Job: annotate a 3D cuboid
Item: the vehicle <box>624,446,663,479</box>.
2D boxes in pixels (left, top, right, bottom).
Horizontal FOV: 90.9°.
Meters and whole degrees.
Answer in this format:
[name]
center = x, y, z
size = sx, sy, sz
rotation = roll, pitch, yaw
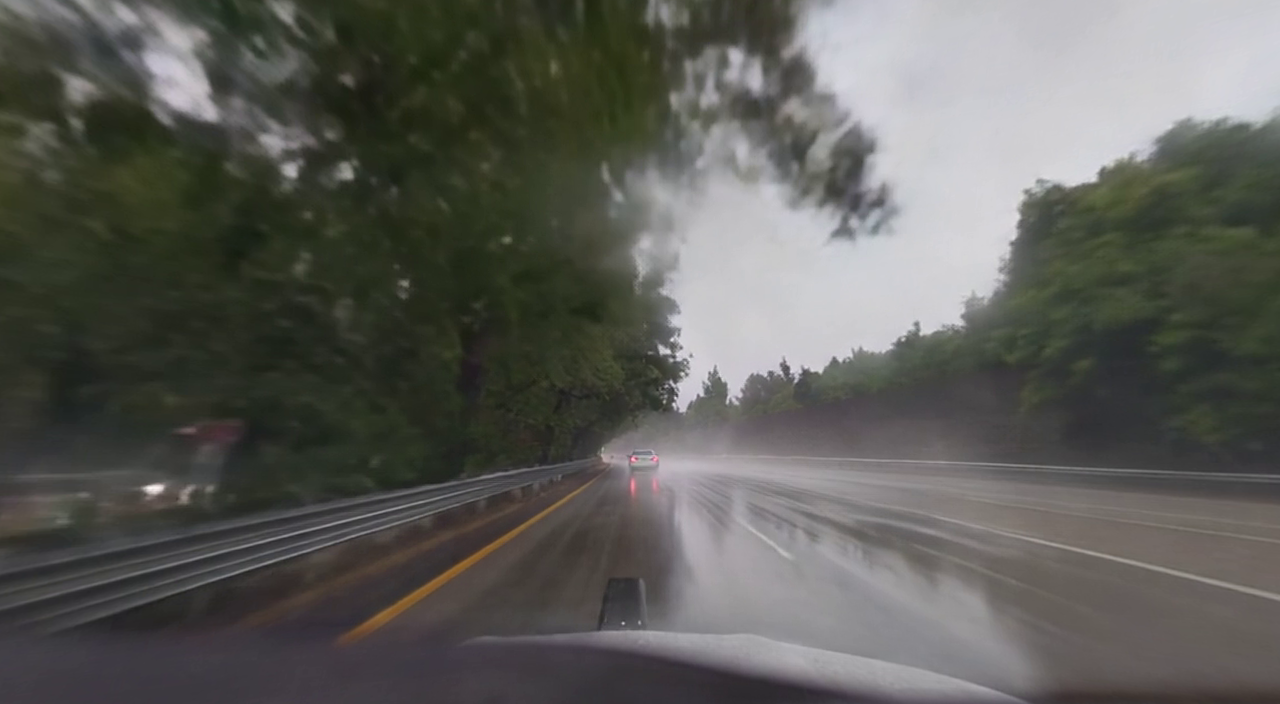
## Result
[vehicle]
center = 0.141, 5.932, 34.111
size = 1.987, 1.658, 3.620
rotation = 0, -9, -1
